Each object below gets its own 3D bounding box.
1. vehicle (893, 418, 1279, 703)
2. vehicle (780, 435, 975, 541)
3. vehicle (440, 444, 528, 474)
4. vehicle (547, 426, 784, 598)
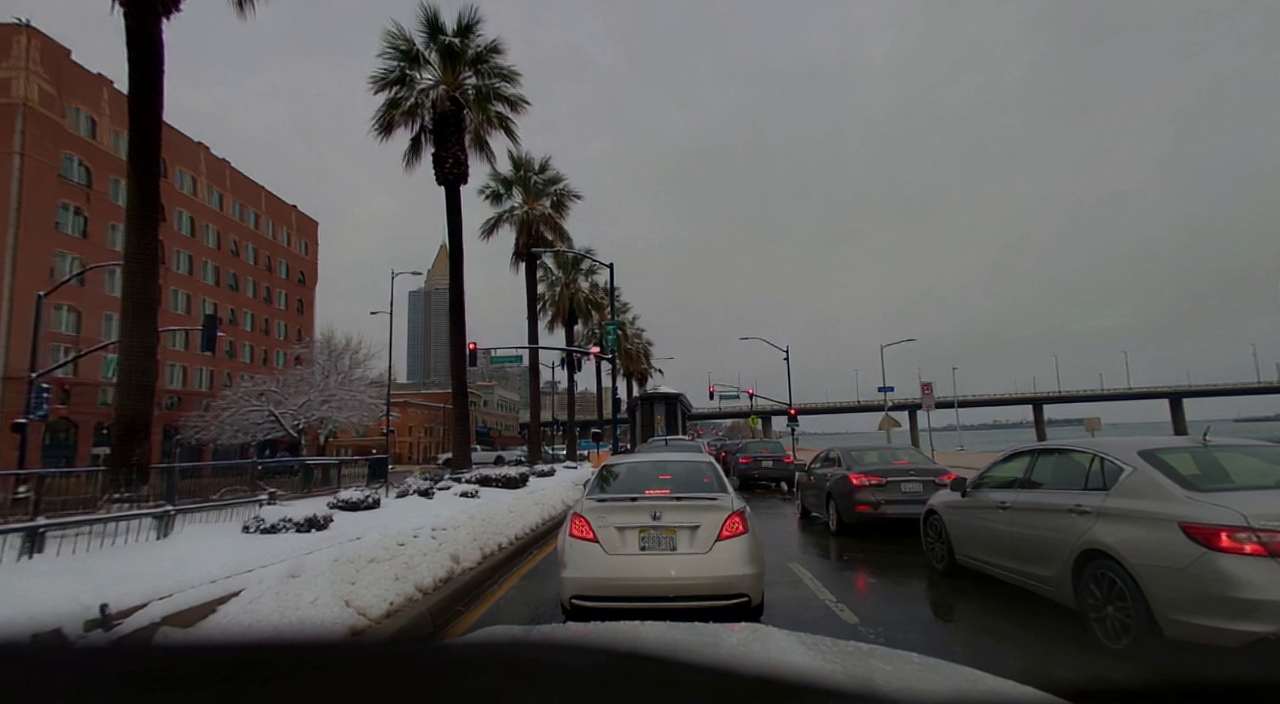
[{"bbox_3d":[3.911,1.366,5.091,1.913,1.469,4.425,0,-9,0],"label":"vehicle"},{"bbox_3d":[3.889,2.287,11.308,1.920,1.490,4.417,-1,-9,2],"label":"vehicle"},{"bbox_3d":[-8.908,6.119,36.280,2.022,1.604,4.495,-9,-12,43],"label":"vehicle"},{"bbox_3d":[0.259,1.703,7.505,2.093,1.503,3.681,0,-9,1],"label":"vehicle"}]
